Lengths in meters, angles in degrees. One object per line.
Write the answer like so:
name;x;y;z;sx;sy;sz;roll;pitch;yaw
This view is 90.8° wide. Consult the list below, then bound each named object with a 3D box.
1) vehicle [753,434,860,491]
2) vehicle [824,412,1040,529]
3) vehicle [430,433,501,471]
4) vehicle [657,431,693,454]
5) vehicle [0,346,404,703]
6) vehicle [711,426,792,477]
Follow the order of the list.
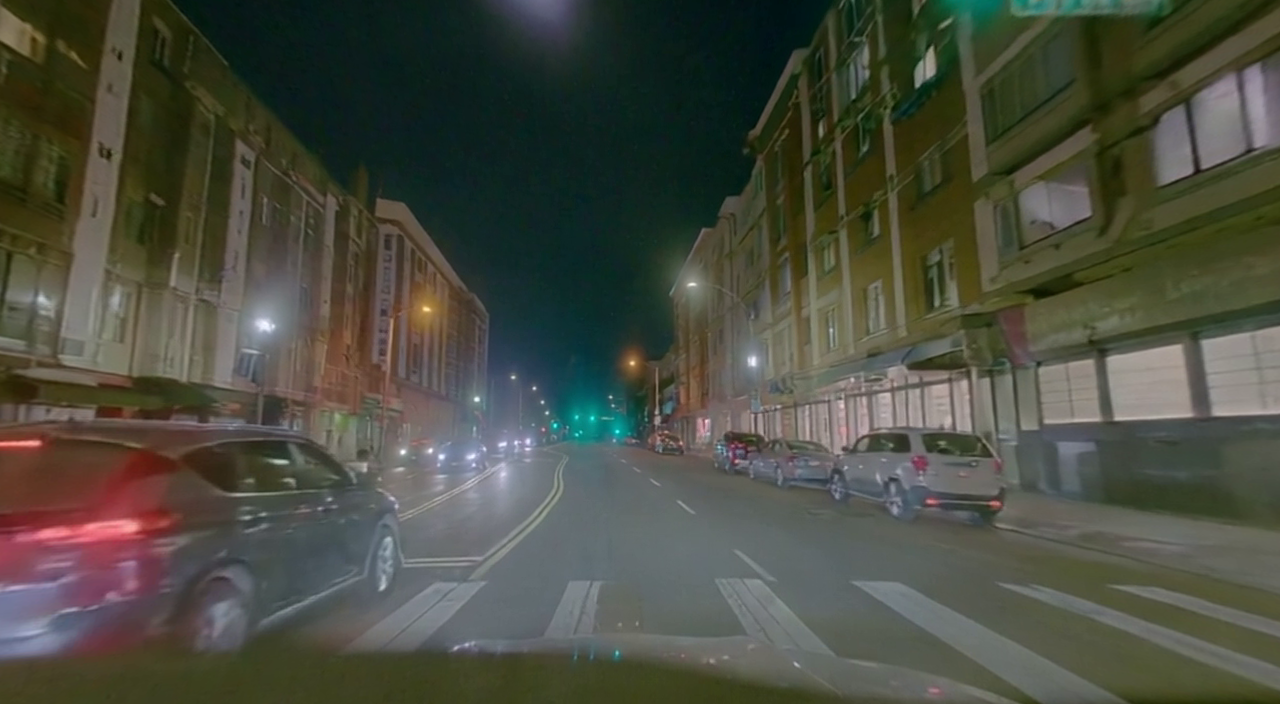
vehicle;4.967;3.324;19.472;1.915;1.569;4.117;1;-8;-4
vehicle;5.611;2.316;13.030;1.945;1.931;4.778;0;-8;-3
vehicle;-7.402;4.271;27.231;2.095;1.493;4.216;0;-8;-4
vehicle;2.497;6.570;46.161;1.957;1.572;4.418;1;-8;-5
vehicle;-3.357;1.077;3.820;2.129;1.744;4.568;0;-8;-1
vehicle;4.336;3.967;25.545;2.059;1.804;5.182;0;-8;-4
